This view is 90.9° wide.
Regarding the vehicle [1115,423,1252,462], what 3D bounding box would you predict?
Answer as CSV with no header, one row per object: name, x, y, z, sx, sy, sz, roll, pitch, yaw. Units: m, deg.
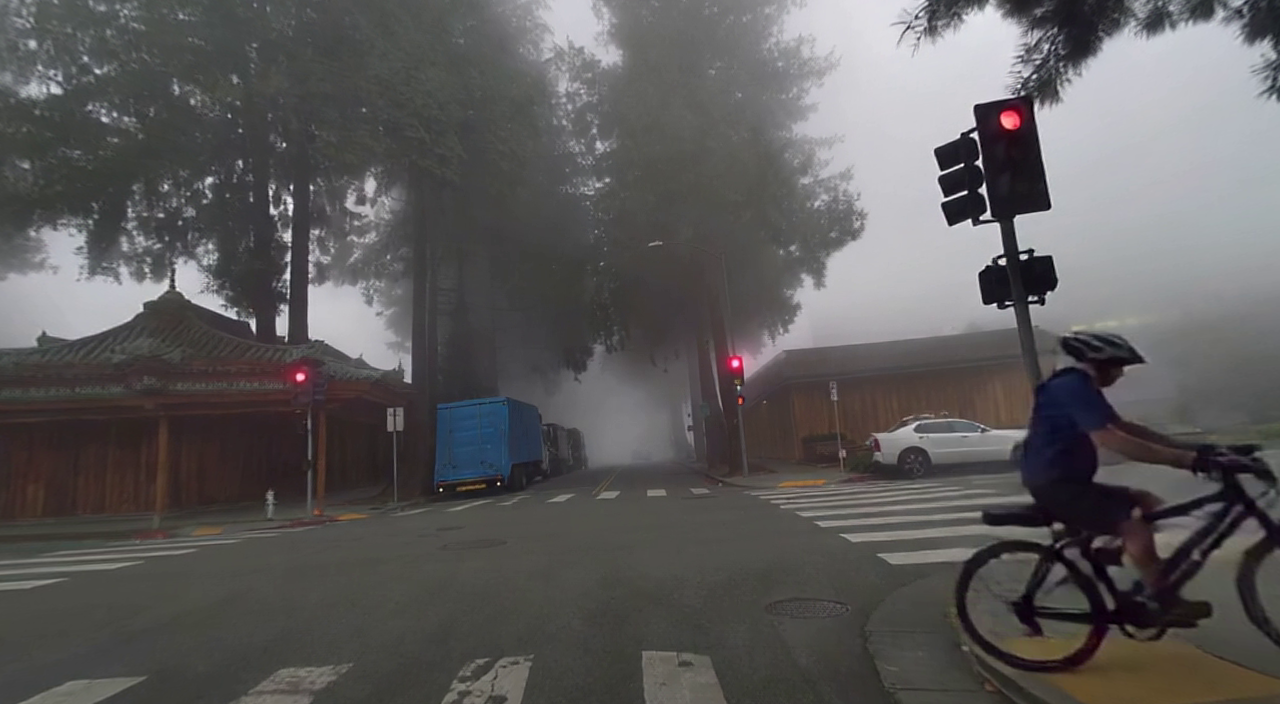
vehicle,24.929,4.168,29.043,4.268,1.695,2.053,0,-8,3

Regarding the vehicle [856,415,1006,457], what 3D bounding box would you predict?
vehicle,10.668,3.139,23.435,4.643,1.456,1.820,-1,-8,5

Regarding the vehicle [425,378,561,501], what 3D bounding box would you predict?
vehicle,-5.811,3.776,27.086,3.113,4.041,10.284,-4,-8,1
